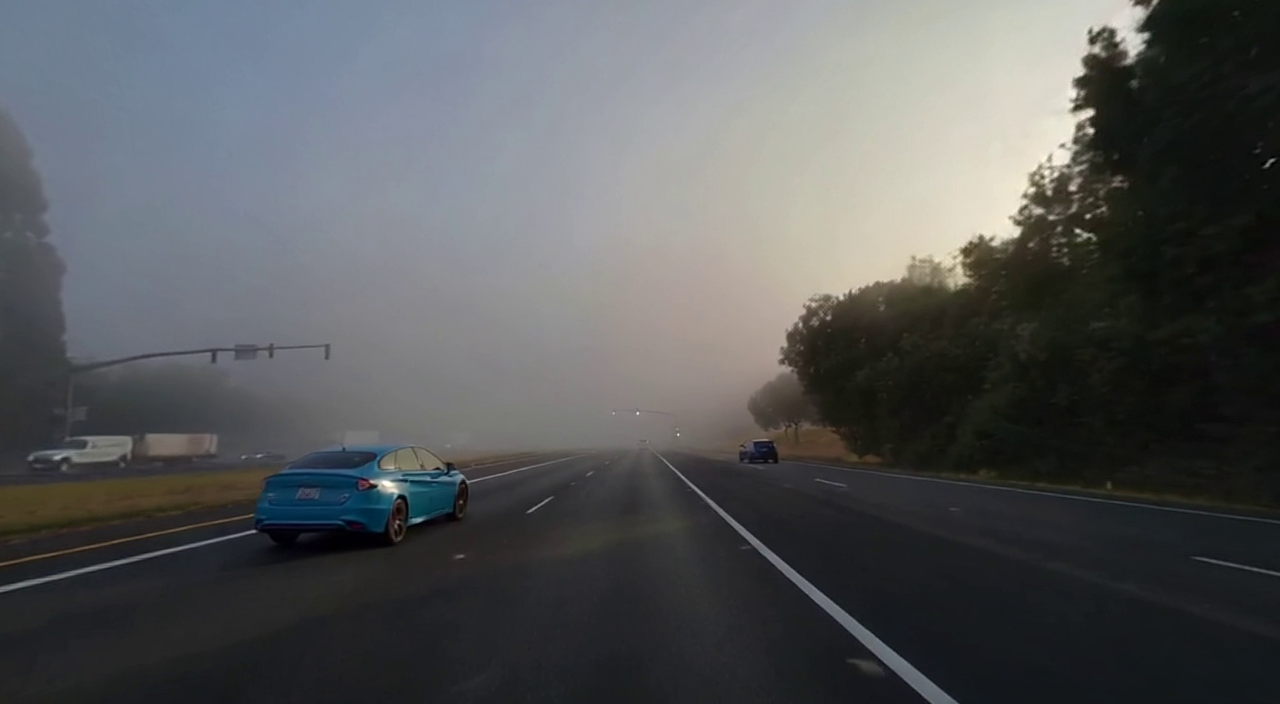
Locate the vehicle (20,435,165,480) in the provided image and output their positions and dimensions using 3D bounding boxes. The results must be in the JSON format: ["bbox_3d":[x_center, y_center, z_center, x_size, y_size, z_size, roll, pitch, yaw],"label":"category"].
[{"bbox_3d":[-28.418,5.477,33.049,2.300,2.162,5.838,0,-8,0],"label":"vehicle"}]

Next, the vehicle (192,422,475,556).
[{"bbox_3d":[-4.106,1.902,9.507,1.987,1.516,4.478,0,-8,0],"label":"vehicle"}]

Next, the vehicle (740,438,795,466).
[{"bbox_3d":[7.333,5.777,36.588,2.049,1.481,4.774,0,-8,-2],"label":"vehicle"}]
